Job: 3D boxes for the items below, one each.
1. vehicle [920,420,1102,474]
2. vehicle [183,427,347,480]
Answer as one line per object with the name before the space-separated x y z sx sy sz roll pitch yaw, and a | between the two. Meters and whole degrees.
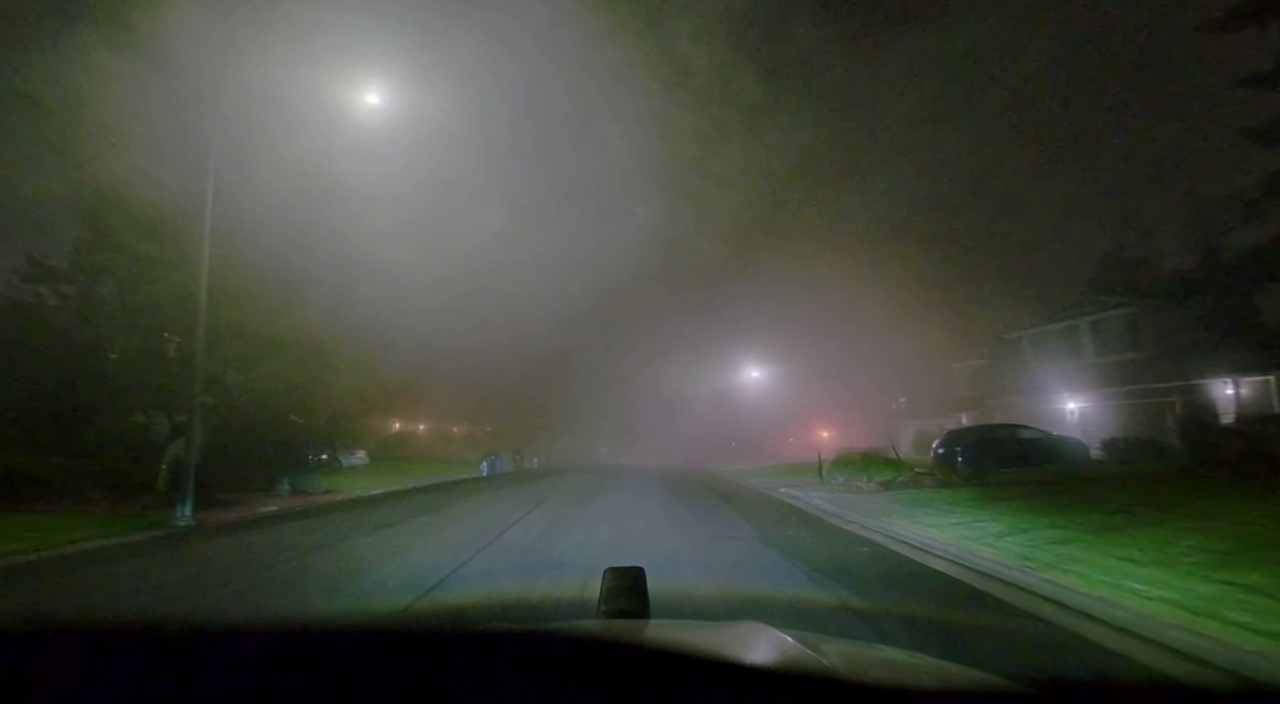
vehicle | 11.217 2.911 19.337 4.254 1.538 2.020 0 -8 1
vehicle | -13.544 3.688 23.016 4.587 1.786 2.127 0 -9 1
